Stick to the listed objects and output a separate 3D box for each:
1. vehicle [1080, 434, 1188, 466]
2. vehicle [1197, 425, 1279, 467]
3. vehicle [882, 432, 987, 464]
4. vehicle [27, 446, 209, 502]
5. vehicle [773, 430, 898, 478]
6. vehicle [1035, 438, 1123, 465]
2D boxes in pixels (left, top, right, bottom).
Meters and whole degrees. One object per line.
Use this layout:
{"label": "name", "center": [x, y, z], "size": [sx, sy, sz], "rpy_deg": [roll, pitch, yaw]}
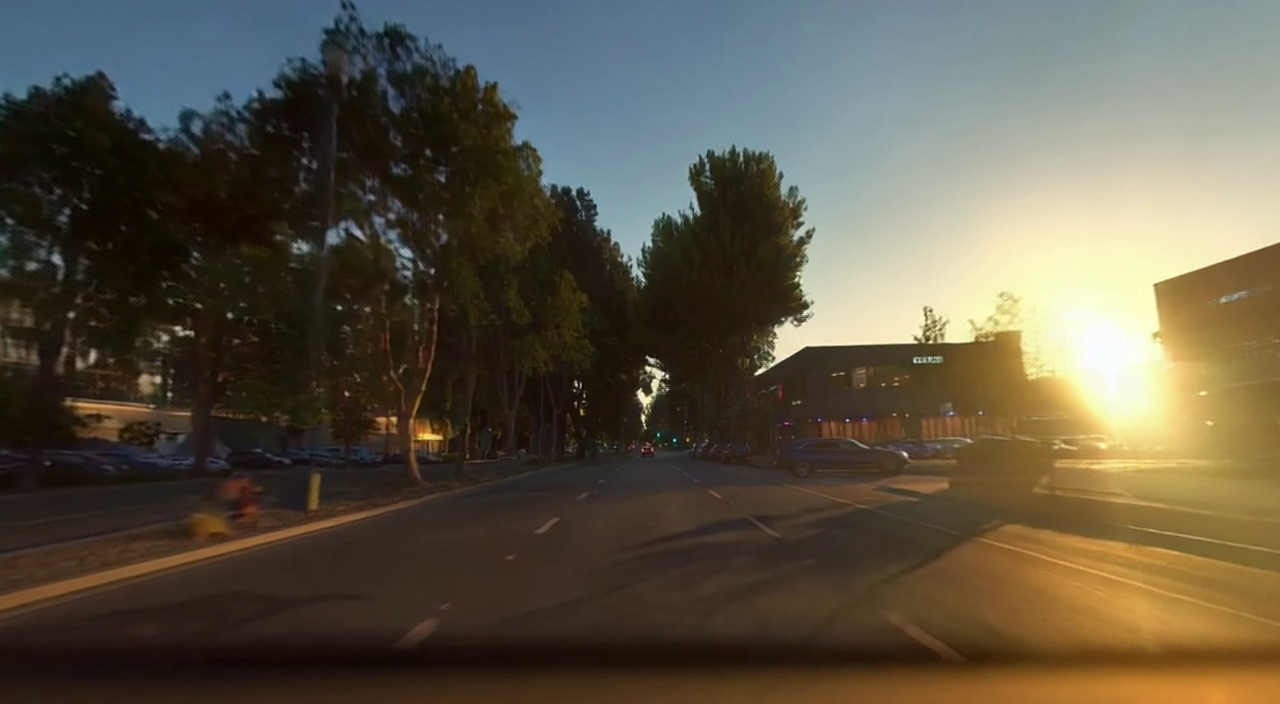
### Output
{"label": "vehicle", "center": [29.342, 5.827, 37.571], "size": [4.641, 1.816, 1.954], "rpy_deg": [0, -8, 2]}
{"label": "vehicle", "center": [29.512, 4.416, 29.693], "size": [4.457, 1.898, 2.074], "rpy_deg": [0, -8, 0]}
{"label": "vehicle", "center": [16.803, 5.522, 36.170], "size": [4.897, 1.739, 2.259], "rpy_deg": [-1, -8, 2]}
{"label": "vehicle", "center": [-19.175, 4.444, 23.600], "size": [2.317, 1.830, 5.142], "rpy_deg": [0, -8, 1]}
{"label": "vehicle", "center": [9.200, 4.804, 29.828], "size": [5.329, 2.114, 2.325], "rpy_deg": [-3, -9, 18]}
{"label": "vehicle", "center": [29.824, 6.760, 42.922], "size": [4.342, 1.713, 2.036], "rpy_deg": [-1, -8, 2]}
